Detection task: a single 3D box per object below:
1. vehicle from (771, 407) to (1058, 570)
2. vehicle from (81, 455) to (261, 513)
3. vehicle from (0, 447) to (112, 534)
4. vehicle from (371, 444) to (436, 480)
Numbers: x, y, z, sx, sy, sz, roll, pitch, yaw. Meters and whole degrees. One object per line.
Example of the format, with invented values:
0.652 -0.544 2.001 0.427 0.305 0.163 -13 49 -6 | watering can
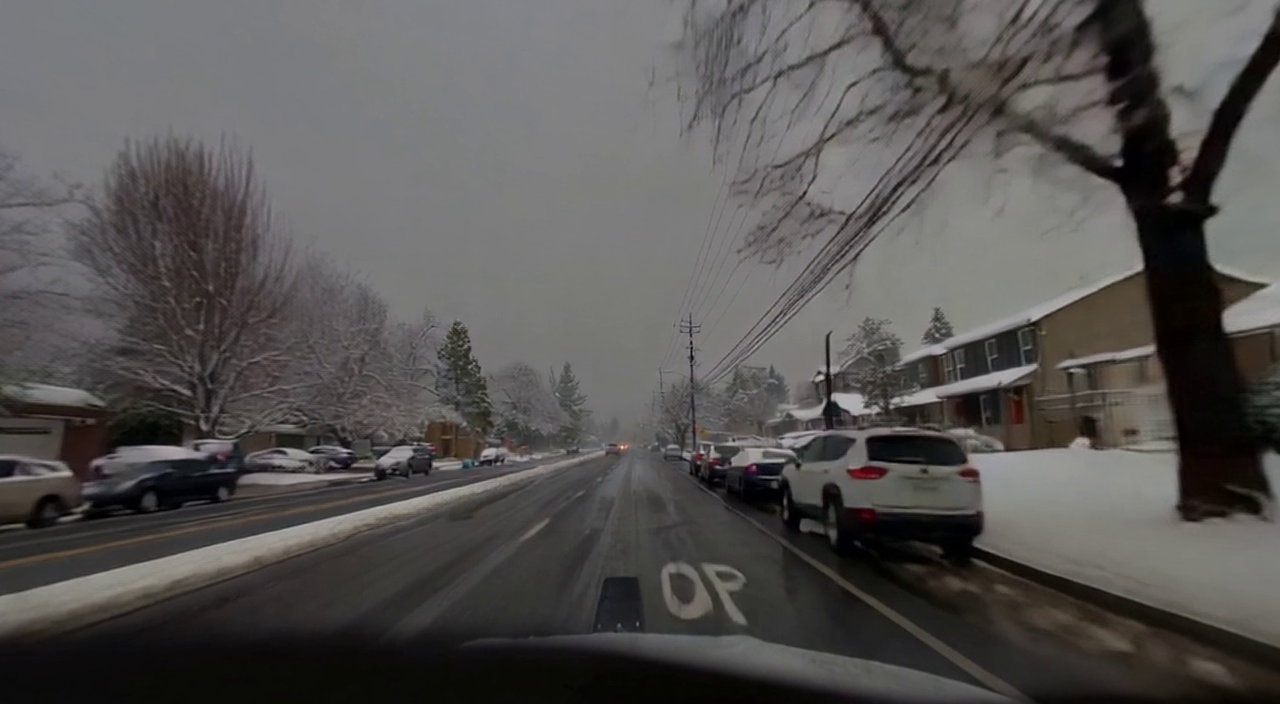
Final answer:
3.445 1.829 9.156 2.045 1.746 4.564 0 -9 0 | vehicle
-13.885 3.898 19.157 1.887 1.490 4.656 0 -9 0 | vehicle
-13.932 2.831 12.890 1.913 1.745 4.992 0 -9 1 | vehicle
-13.727 6.349 36.982 2.137 1.852 4.541 -2 -8 0 | vehicle
